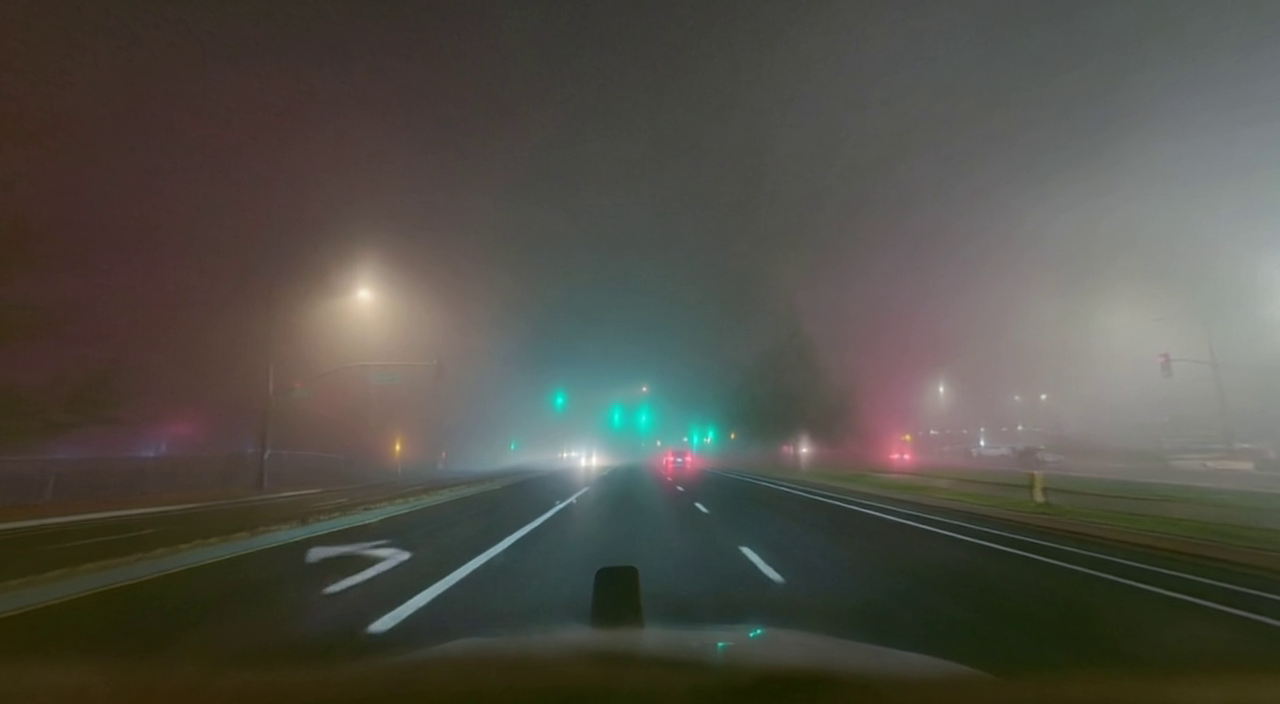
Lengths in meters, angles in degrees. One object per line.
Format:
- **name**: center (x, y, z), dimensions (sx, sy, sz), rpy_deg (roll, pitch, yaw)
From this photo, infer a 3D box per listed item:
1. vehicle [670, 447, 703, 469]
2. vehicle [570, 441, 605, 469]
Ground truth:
- **vehicle**: center (3.288, 7.604, 45.304), dimensions (2.105, 1.490, 4.008), rpy_deg (0, -8, 0)
- **vehicle**: center (-3.577, 7.087, 43.623), dimensions (2.078, 1.832, 4.746), rpy_deg (0, -8, -1)
